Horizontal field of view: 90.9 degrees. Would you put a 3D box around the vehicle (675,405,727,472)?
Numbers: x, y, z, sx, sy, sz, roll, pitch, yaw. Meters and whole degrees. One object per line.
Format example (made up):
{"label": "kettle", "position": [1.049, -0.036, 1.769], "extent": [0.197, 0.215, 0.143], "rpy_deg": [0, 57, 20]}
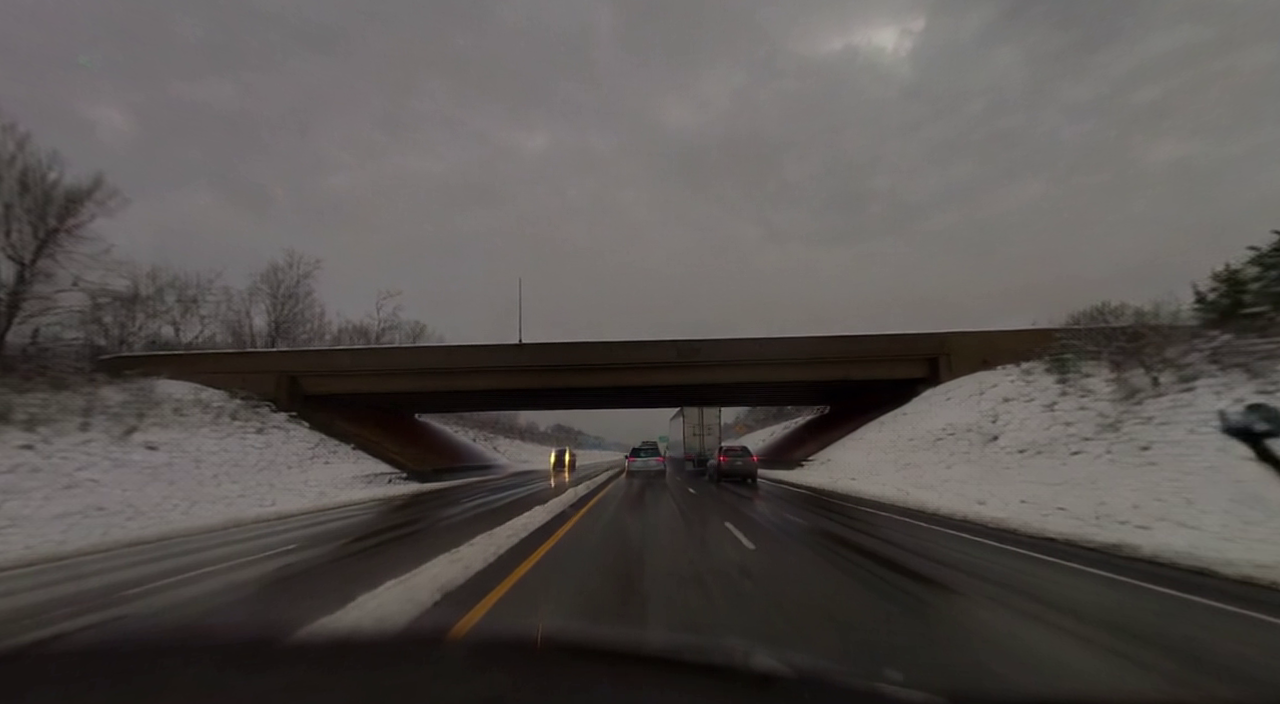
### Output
{"label": "vehicle", "position": [3.837, 5.691, 41.251], "extent": [2.948, 3.974, 6.480], "rpy_deg": [-1, -9, 2]}

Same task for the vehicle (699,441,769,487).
{"label": "vehicle", "position": [3.402, 4.149, 23.587], "extent": [1.972, 1.505, 3.946], "rpy_deg": [-1, -9, -1]}

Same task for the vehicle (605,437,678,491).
{"label": "vehicle", "position": [0.066, 3.800, 21.625], "extent": [2.256, 1.615, 4.114], "rpy_deg": [-1, -9, 1]}

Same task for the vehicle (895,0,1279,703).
{"label": "vehicle", "position": [3.000, -0.552, 0.400], "extent": [2.987, 3.897, 5.990], "rpy_deg": [-1, -9, 0]}

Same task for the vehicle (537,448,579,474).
{"label": "vehicle", "position": [-5.798, 7.693, 44.784], "extent": [2.233, 1.685, 4.222], "rpy_deg": [-2, -9, 3]}
